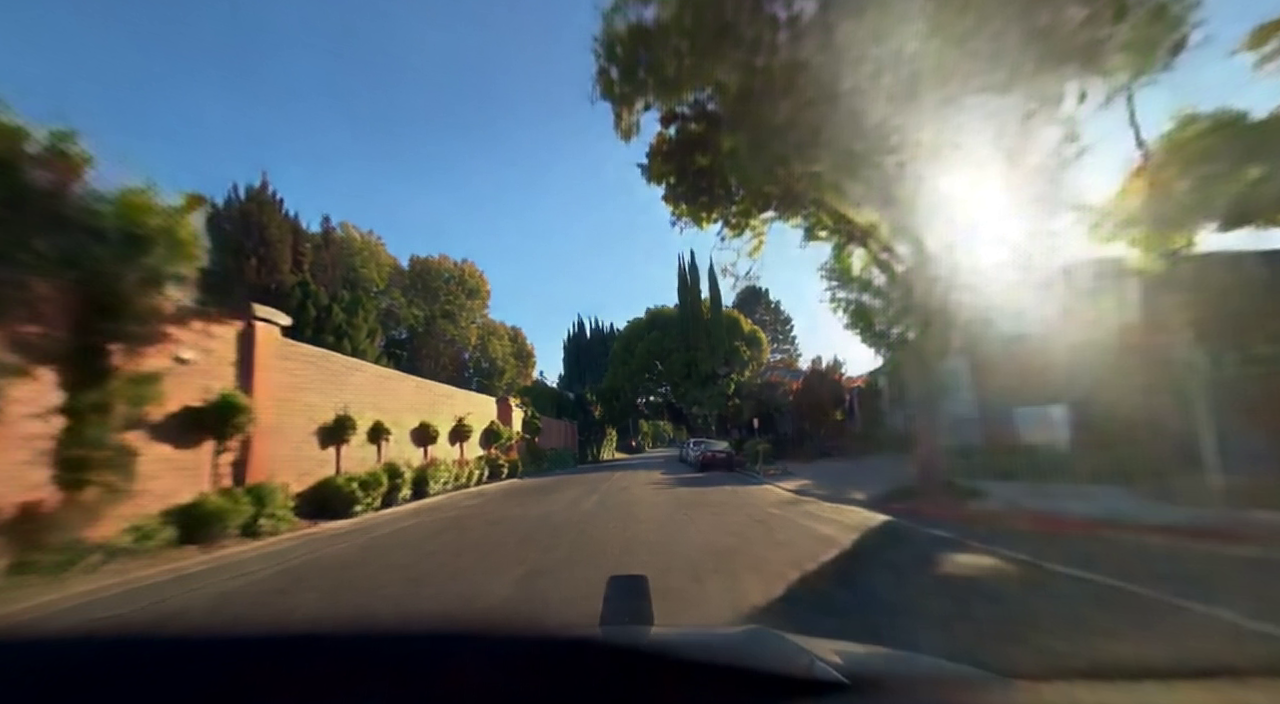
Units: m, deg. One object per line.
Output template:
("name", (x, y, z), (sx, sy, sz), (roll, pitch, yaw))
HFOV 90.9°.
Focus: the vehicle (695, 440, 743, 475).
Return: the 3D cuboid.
("vehicle", (4.136, 5.590, 33.889), (2.048, 1.596, 5.543), (2, -8, 2))
